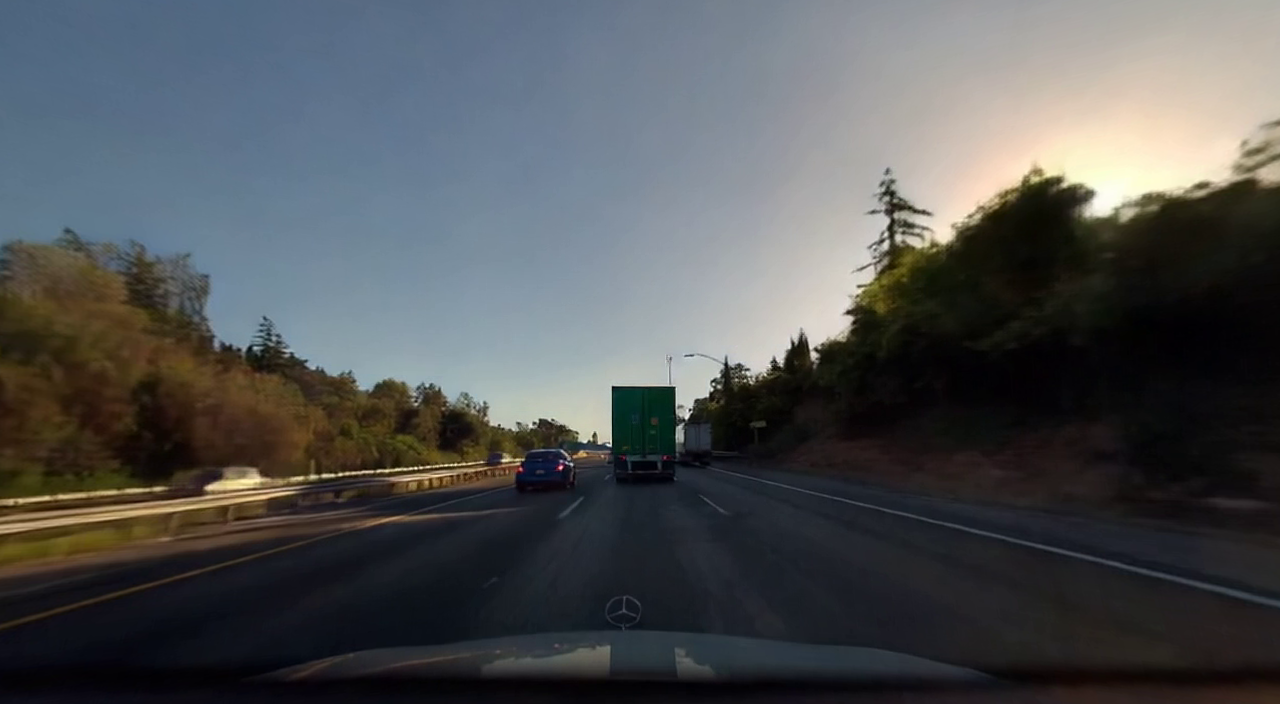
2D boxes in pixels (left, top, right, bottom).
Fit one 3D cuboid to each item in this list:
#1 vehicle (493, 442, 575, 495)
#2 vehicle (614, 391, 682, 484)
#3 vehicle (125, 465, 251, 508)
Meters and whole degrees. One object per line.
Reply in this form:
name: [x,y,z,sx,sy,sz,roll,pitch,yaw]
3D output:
vehicle: [-3.610,4.062,22.367,2.173,1.657,4.401,0,-9,0]
vehicle: [0.284,4.568,33.049,2.932,4.042,11.054,0,-9,-1]
vehicle: [-18.446,5.479,26.070,1.868,1.514,4.493,0,-9,0]
